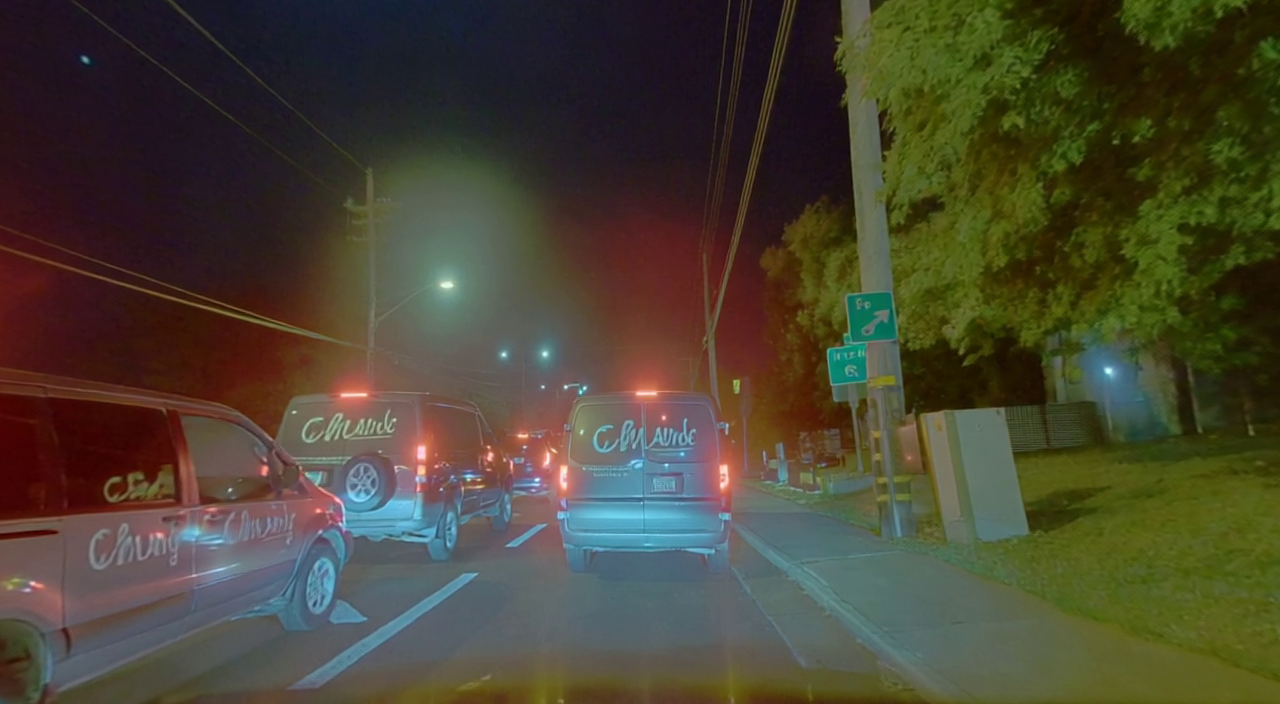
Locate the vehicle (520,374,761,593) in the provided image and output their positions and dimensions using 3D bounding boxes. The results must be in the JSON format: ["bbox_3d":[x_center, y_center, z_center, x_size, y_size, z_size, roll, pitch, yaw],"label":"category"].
[{"bbox_3d":[0.109,1.462,7.693,2.117,1.911,4.095,-1,-8,3],"label":"vehicle"}]

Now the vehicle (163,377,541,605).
[{"bbox_3d":[-2.755,1.483,7.620,2.109,1.851,4.749,-1,-8,3],"label":"vehicle"}]

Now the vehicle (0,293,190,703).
[{"bbox_3d":[-3.150,0.466,0.244,2.160,1.796,4.997,0,-8,1],"label":"vehicle"}]
